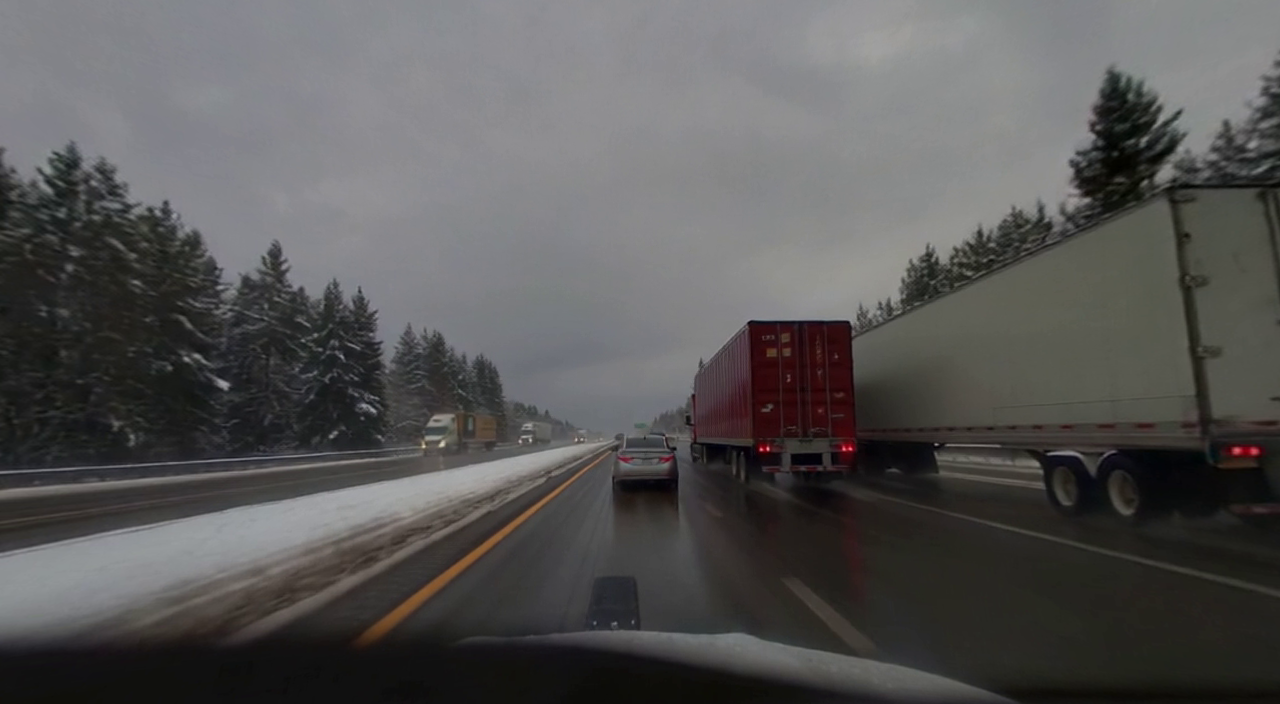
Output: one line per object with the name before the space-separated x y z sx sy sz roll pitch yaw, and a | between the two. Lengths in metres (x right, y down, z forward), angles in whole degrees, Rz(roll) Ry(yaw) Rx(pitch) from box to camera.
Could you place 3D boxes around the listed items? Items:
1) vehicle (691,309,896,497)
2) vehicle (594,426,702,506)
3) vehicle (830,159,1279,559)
vehicle | 3.898 1.993 20.834 2.888 4.099 14.183 0 -7 -1
vehicle | 0.106 2.398 13.798 2.038 1.477 3.773 0 -8 -1
vehicle | 8.081 0.930 13.797 3.110 4.308 14.260 0 -7 -1
